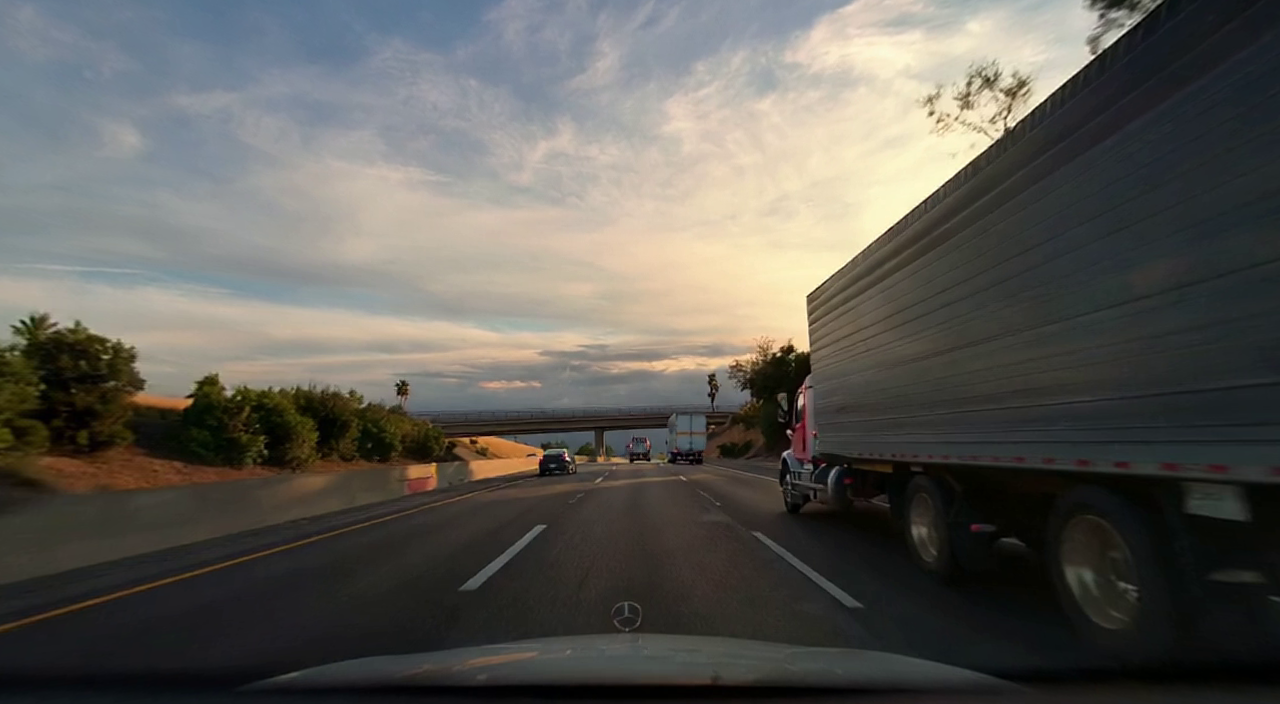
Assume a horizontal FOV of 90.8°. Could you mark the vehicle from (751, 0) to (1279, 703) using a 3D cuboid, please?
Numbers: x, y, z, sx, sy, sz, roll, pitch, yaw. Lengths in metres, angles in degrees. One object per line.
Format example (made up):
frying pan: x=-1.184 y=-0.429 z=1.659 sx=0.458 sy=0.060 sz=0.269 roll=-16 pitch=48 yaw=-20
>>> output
vehicle: x=3.947 y=0.044 z=4.019 sx=3.031 sy=3.826 sz=17.142 roll=0 pitch=-9 yaw=-1

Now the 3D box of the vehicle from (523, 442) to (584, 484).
vehicle: x=-3.567 y=4.678 z=26.792 sx=2.007 sy=1.647 sz=3.854 roll=0 pitch=-9 yaw=1
